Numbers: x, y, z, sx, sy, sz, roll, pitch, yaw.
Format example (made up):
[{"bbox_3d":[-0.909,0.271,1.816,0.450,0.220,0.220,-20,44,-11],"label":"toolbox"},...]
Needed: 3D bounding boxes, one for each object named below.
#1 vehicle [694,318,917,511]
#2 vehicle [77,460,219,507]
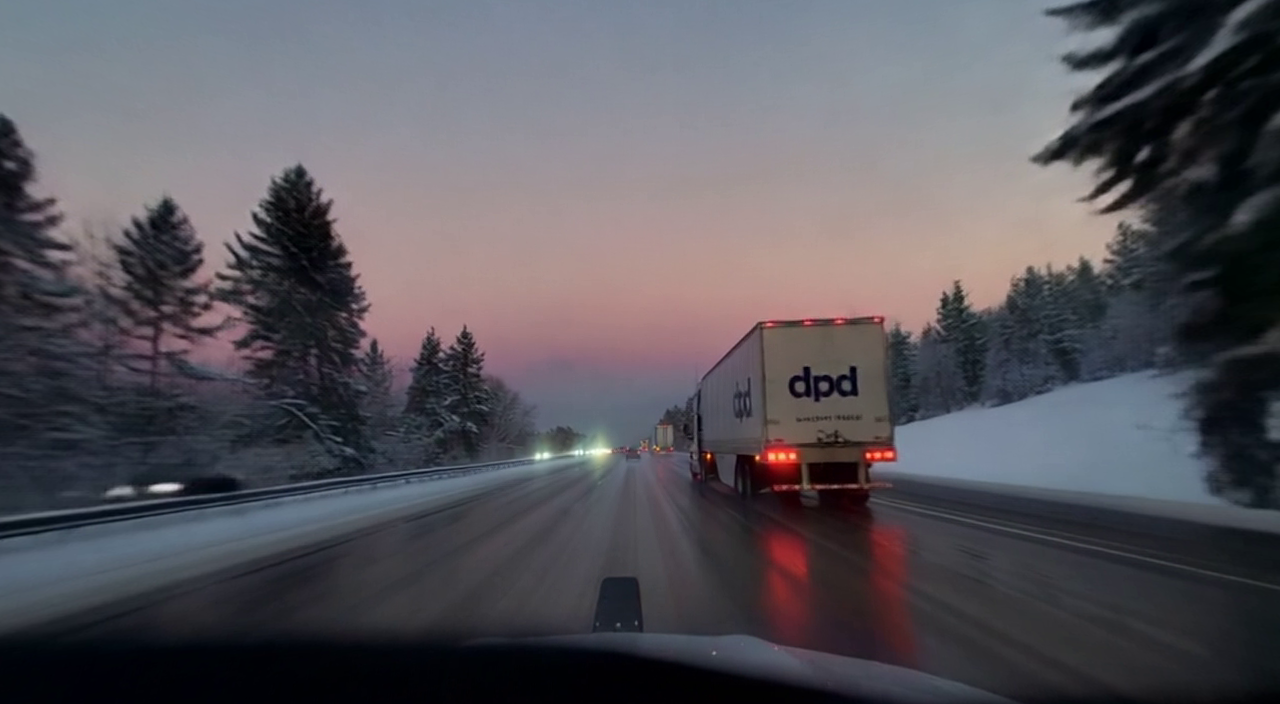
[{"bbox_3d":[4.018,2.340,20.101,2.973,4.007,14.076,0,-9,-1],"label":"vehicle"},{"bbox_3d":[-17.135,4.564,22.189,1.810,1.438,3.987,0,-9,-1],"label":"vehicle"}]
